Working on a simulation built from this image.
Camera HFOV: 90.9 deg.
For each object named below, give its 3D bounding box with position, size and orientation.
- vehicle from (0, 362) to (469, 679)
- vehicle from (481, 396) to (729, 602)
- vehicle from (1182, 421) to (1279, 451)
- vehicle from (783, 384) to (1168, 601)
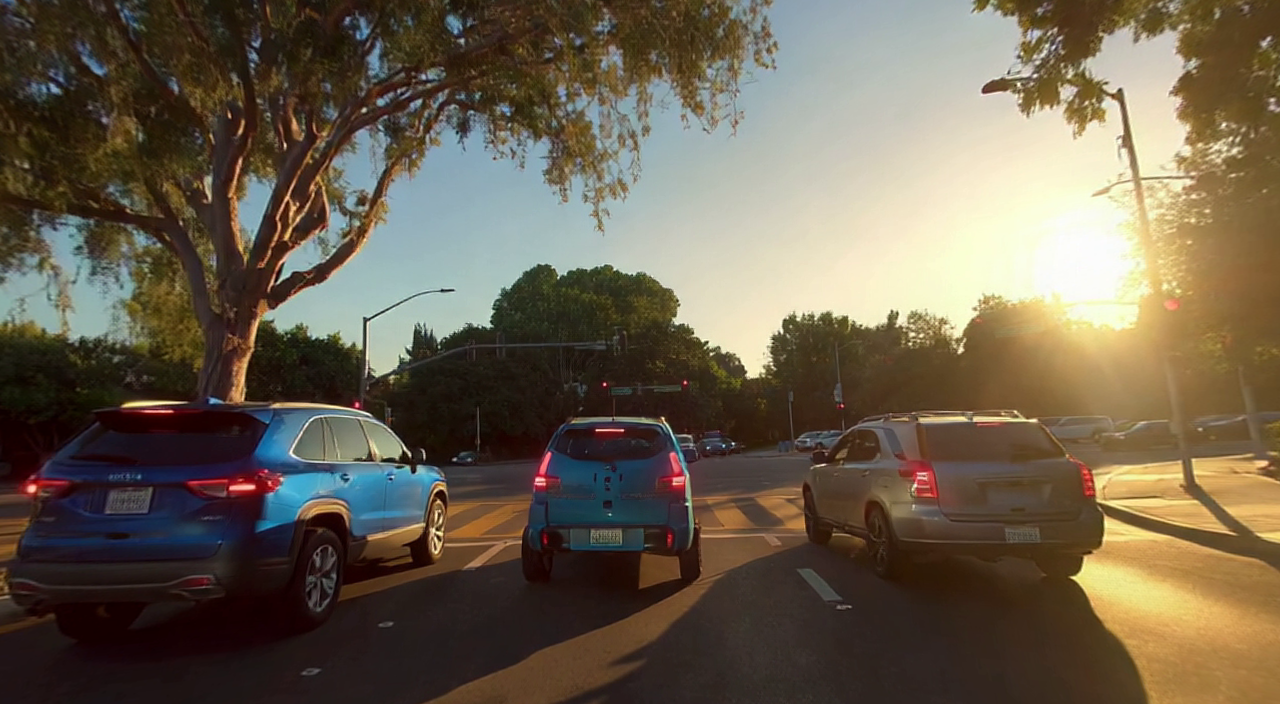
[{"bbox_3d":[-3.280,1.284,5.899,2.047,1.810,4.414,0,-8,1],"label":"vehicle"},{"bbox_3d":[-0.239,1.515,7.319,2.067,1.702,3.987,0,-8,2],"label":"vehicle"},{"bbox_3d":[32.803,4.652,34.753,4.175,1.634,1.877,1,-8,-4],"label":"vehicle"},{"bbox_3d":[3.272,1.484,7.508,2.083,1.779,4.532,0,-8,0],"label":"vehicle"}]
